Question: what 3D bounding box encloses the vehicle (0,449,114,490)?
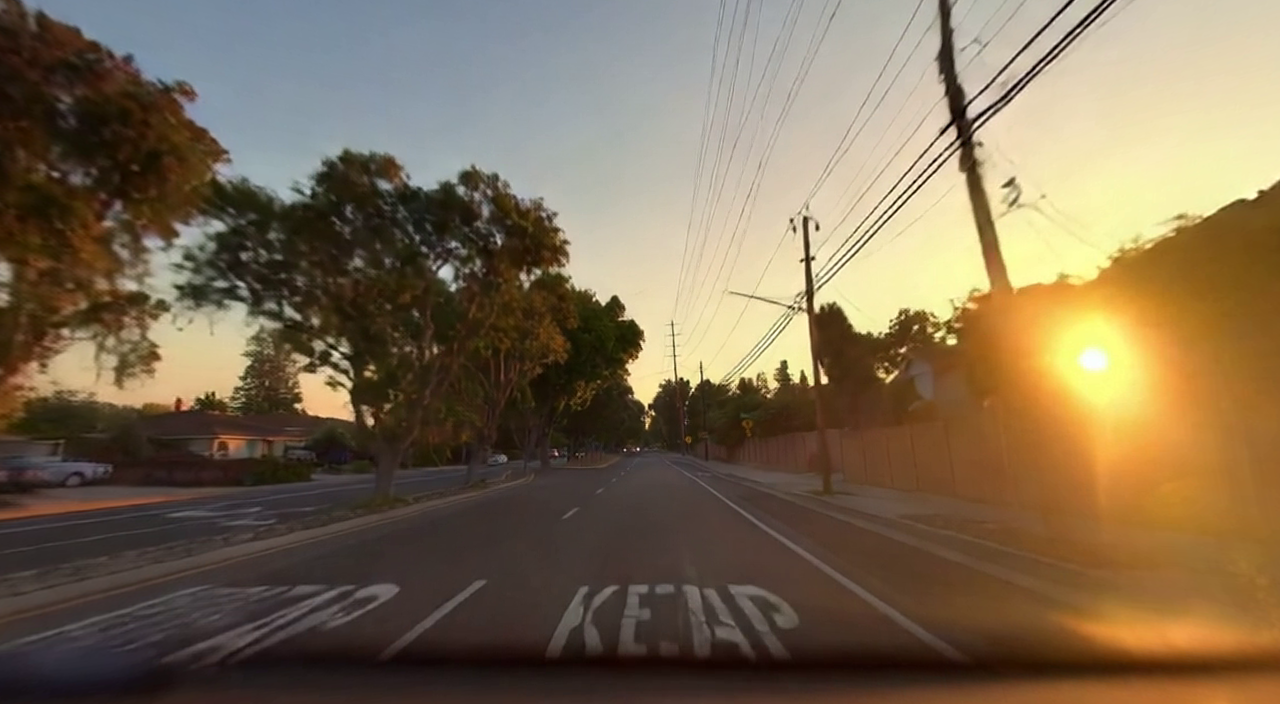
[{"bbox_3d":[-29.245,5.810,31.729,2.100,1.845,4.793,2,-9,-11],"label":"vehicle"}]
